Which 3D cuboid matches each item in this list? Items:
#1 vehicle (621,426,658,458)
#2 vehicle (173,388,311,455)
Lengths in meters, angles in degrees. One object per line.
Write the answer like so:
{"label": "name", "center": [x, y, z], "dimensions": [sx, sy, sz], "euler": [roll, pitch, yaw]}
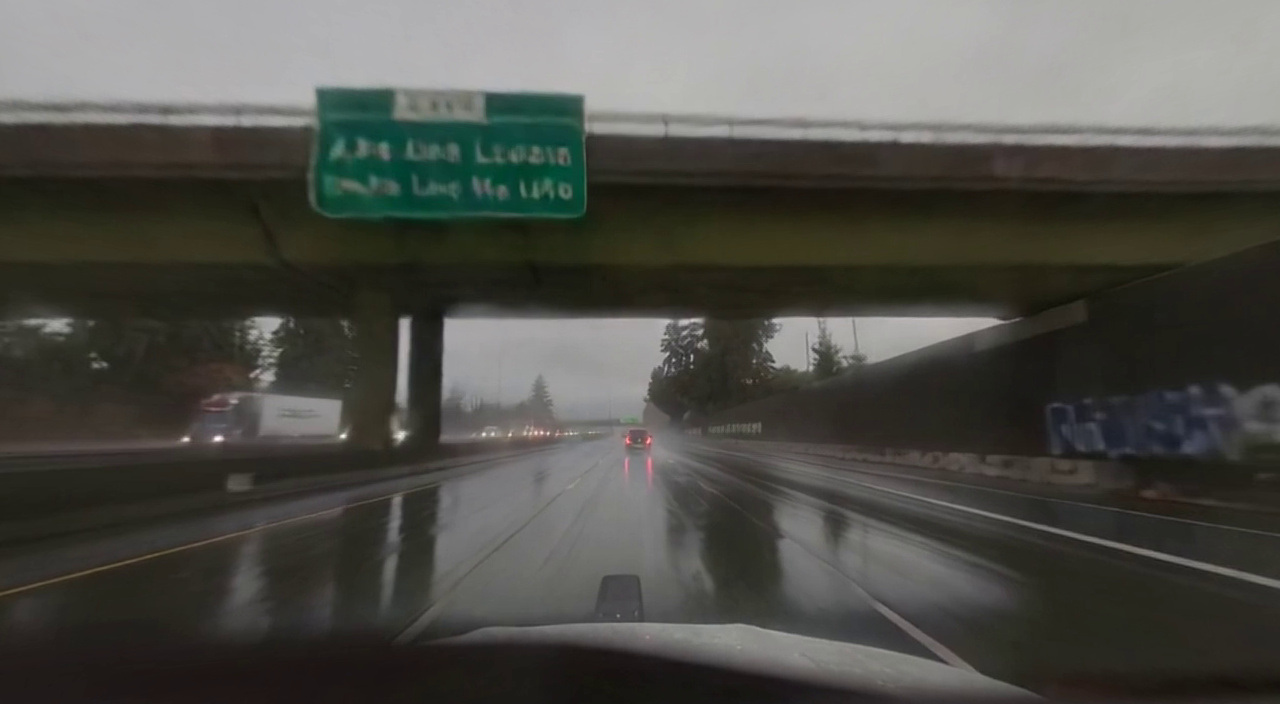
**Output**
{"label": "vehicle", "center": [-0.089, 5.768, 40.590], "dimensions": [2.277, 1.913, 4.510], "euler": [0, -8, -1]}
{"label": "vehicle", "center": [-26.812, 4.899, 43.323], "dimensions": [2.969, 4.034, 10.102], "euler": [0, -8, -1]}
